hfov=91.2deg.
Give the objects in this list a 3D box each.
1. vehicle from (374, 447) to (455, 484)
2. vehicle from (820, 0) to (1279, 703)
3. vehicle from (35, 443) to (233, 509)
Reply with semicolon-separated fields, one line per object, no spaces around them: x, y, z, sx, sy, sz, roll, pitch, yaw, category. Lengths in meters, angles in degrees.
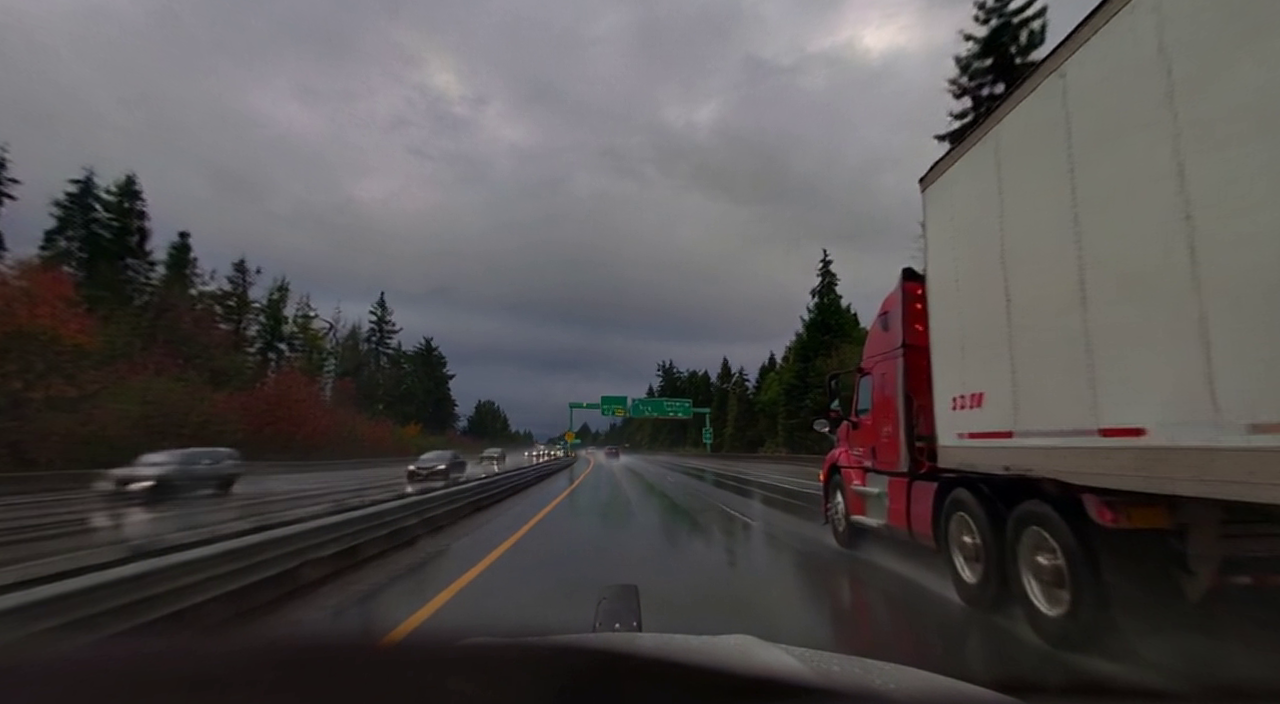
-10.009;5.037;28.234;1.977;1.511;4.668;0;-9;-1;vehicle
4.329;-0.094;4.128;3.016;3.971;10.405;0;-9;-1;vehicle
-14.097;3.434;17.913;1.928;1.599;4.549;0;-9;-2;vehicle
